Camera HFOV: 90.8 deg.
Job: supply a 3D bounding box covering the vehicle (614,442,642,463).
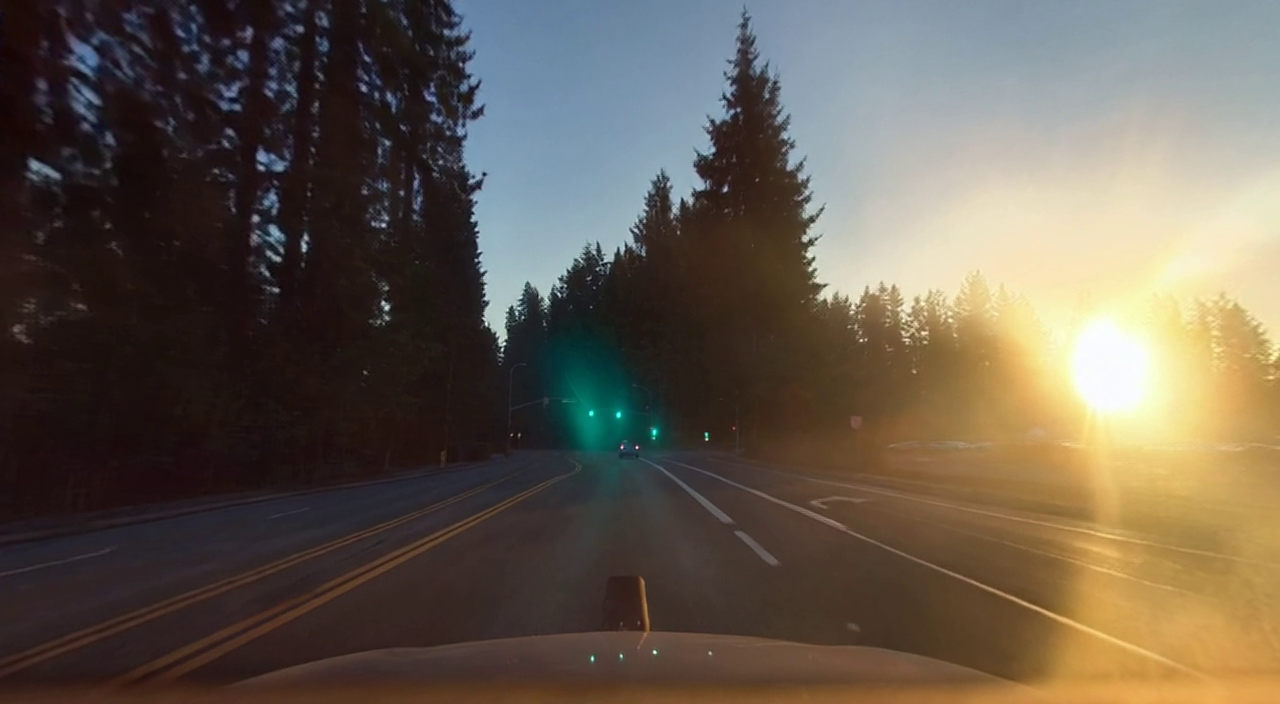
[{"bbox_3d":[-0.949,7.529,47.420,2.042,1.489,3.963,0,-8,-2],"label":"vehicle"}]
